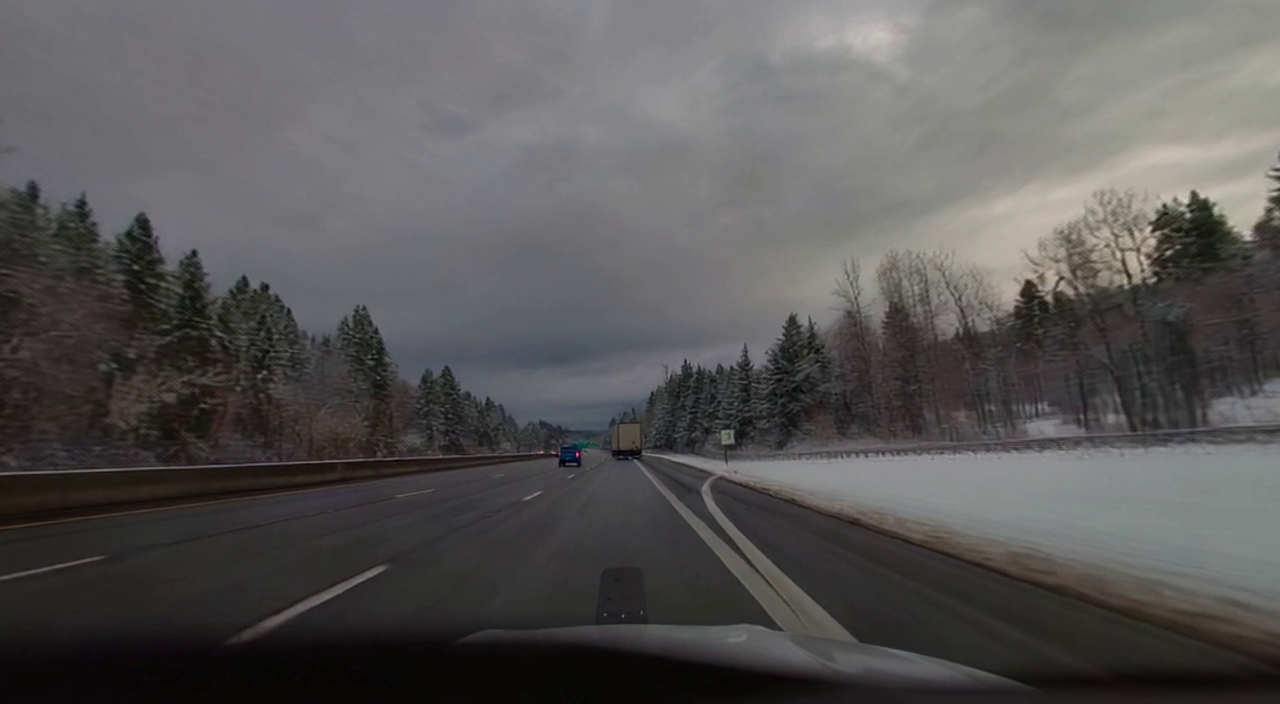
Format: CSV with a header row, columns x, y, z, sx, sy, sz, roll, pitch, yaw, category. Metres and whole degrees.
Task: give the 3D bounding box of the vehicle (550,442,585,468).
x,y,z,sx,sy,sz,roll,pitch,yaw,category
-5.461,7.870,48.201,2.124,1.888,5.226,0,-9,-1,vehicle
